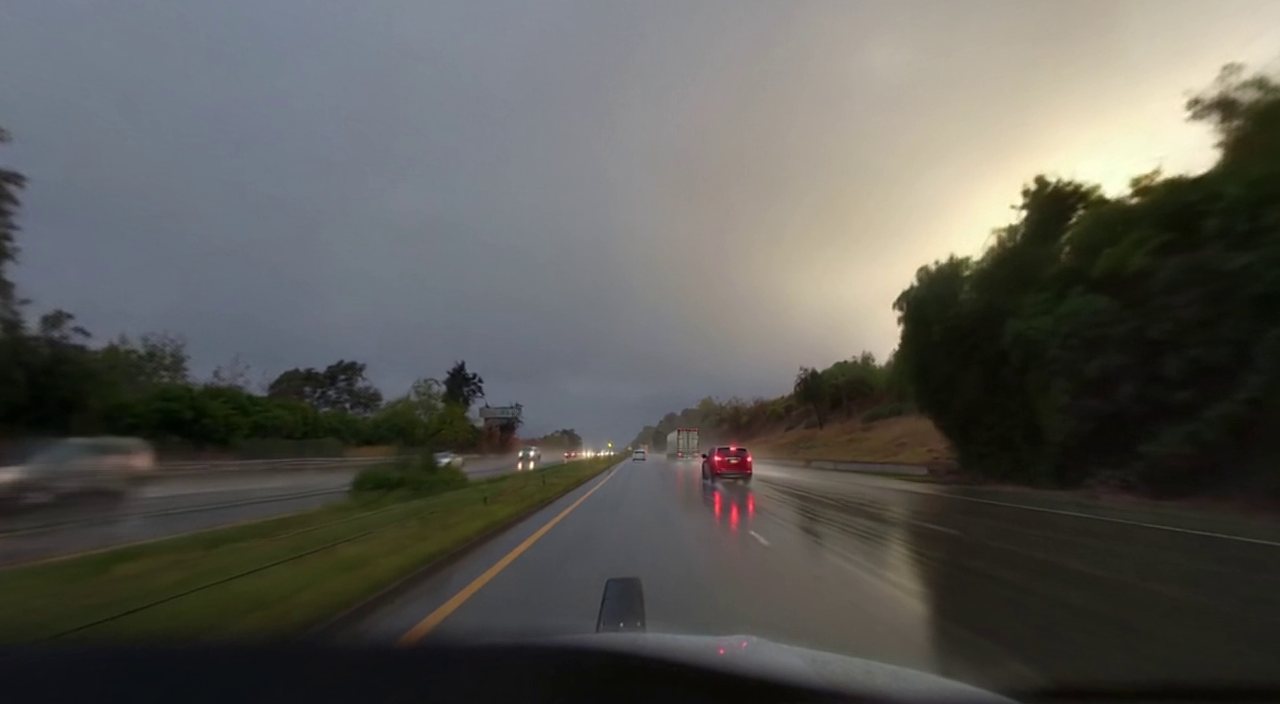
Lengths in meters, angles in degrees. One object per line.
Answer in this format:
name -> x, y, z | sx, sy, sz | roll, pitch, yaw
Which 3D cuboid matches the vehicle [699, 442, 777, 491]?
vehicle -> 3.633, 4.336, 24.204 | 2.130, 1.658, 4.537 | 0, -9, -2
